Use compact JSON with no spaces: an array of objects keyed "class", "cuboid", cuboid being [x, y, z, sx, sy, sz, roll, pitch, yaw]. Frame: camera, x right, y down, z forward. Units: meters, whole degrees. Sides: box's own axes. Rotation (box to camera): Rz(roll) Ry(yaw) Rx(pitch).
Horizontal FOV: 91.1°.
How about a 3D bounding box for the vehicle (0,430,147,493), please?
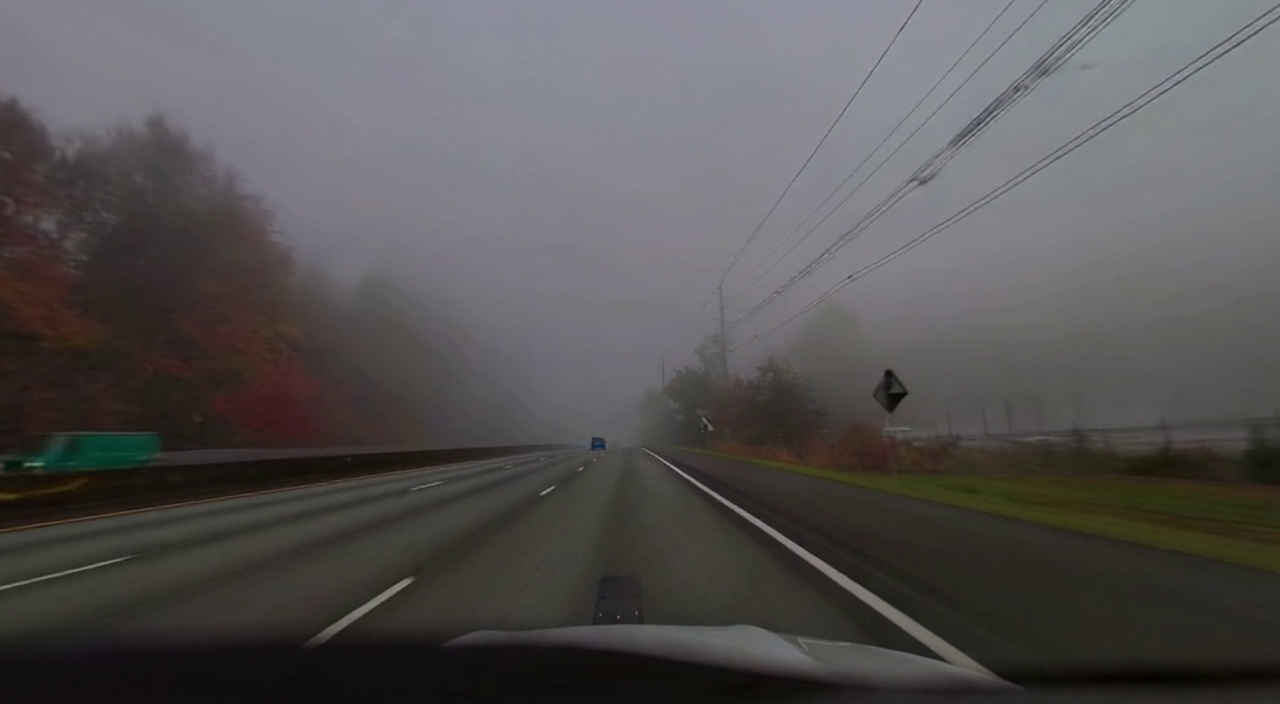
[{"class":"vehicle","cuboid":[-25.298,4.608,27.239,2.379,2.357,6.741,0,-8,0]}]
